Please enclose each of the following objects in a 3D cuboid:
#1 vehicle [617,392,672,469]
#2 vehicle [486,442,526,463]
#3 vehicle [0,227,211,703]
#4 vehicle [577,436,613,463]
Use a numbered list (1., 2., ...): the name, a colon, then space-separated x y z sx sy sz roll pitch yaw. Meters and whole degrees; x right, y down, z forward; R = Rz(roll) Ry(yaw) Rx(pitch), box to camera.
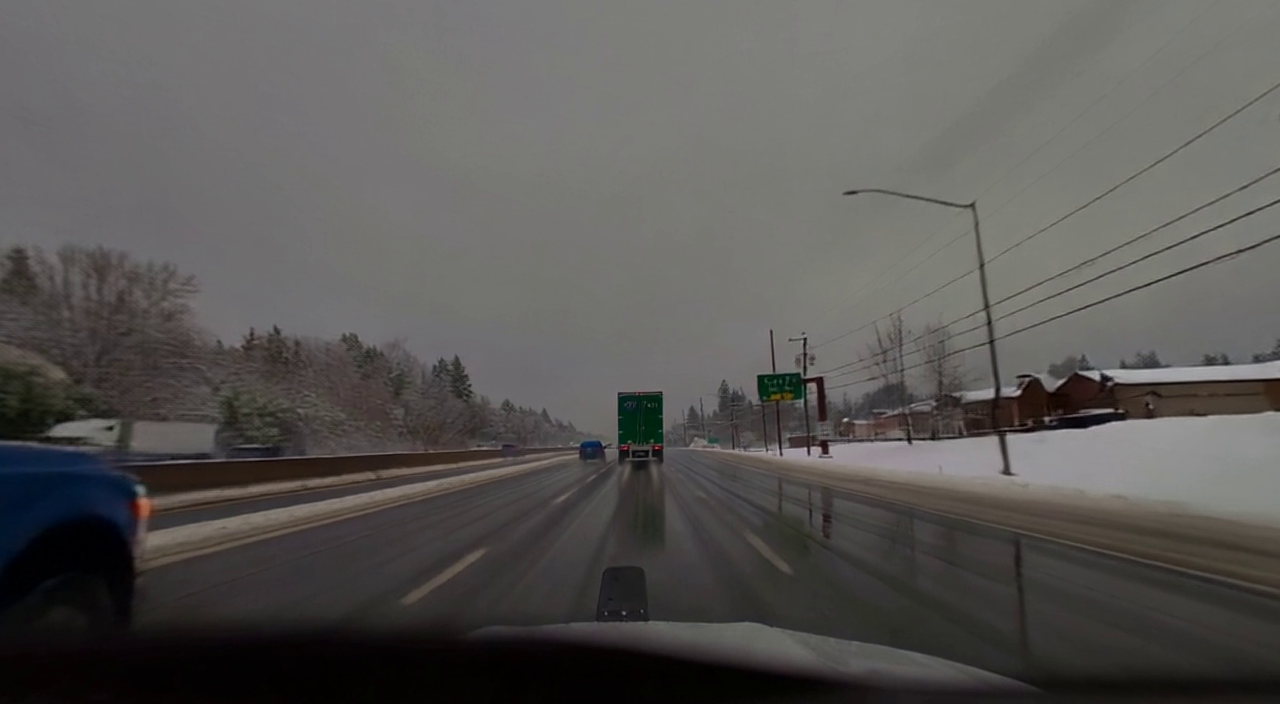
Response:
1. vehicle: 0.306 5.103 40.023 2.879 4.085 13.125 0 -8 1
2. vehicle: -10.473 7.873 49.593 2.012 1.509 4.789 0 -8 1
3. vehicle: -3.766 0.298 0.100 2.749 2.141 6.515 0 -8 1
4. vehicle: -3.317 7.270 47.268 2.293 1.923 5.141 0 -8 0
